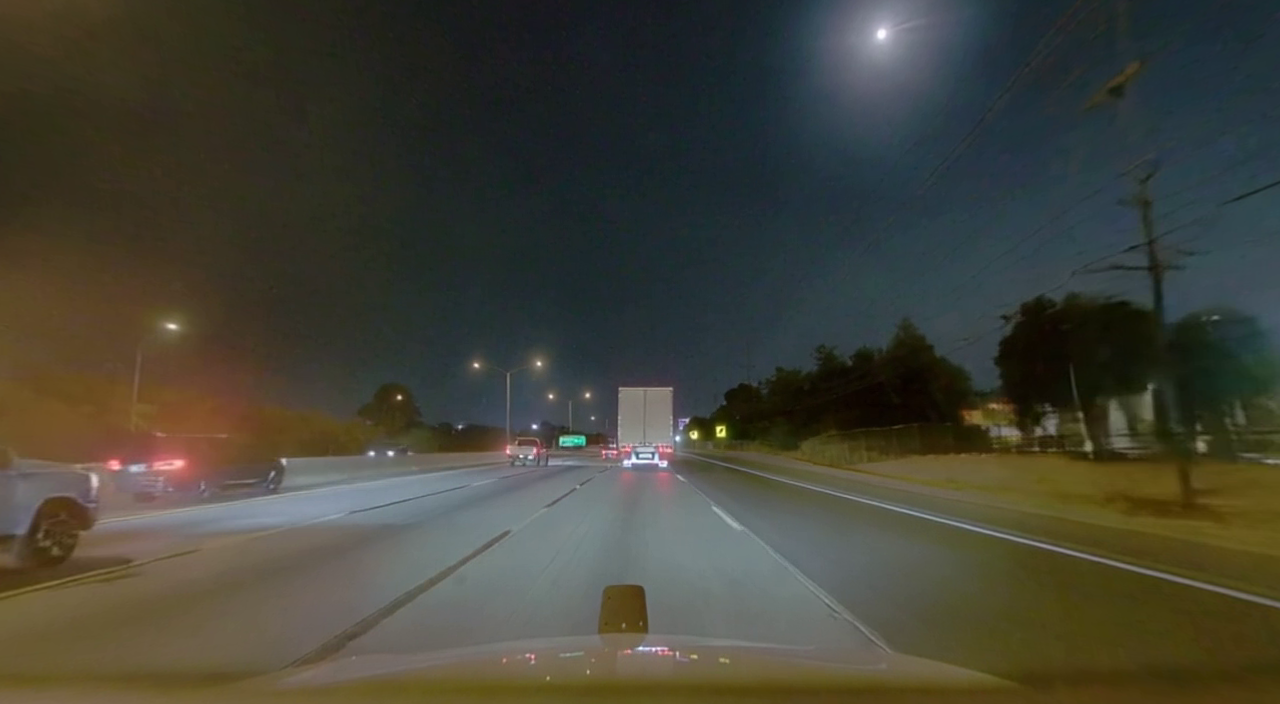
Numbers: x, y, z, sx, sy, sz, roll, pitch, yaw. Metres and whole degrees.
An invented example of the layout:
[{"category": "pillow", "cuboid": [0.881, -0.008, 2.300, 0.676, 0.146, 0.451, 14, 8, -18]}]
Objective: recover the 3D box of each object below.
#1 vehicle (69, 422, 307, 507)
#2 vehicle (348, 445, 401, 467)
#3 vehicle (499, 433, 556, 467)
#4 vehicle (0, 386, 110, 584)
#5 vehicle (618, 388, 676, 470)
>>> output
[{"category": "vehicle", "cuboid": [-11.012, 2.779, 16.074, 2.010, 1.766, 5.365, 0, -8, 1]}, {"category": "vehicle", "cuboid": [-18.006, 7.044, 43.000, 1.862, 1.446, 3.826, 0, -8, 2]}, {"category": "vehicle", "cuboid": [-6.736, 5.948, 38.450, 2.263, 1.936, 5.802, 0, -8, 1]}, {"category": "vehicle", "cuboid": [-7.143, 1.028, 4.390, 2.197, 1.847, 5.364, 0, -8, 0]}, {"category": "vehicle", "cuboid": [0.596, 4.650, 37.047, 2.879, 4.027, 11.243, -1, -8, 2]}]
